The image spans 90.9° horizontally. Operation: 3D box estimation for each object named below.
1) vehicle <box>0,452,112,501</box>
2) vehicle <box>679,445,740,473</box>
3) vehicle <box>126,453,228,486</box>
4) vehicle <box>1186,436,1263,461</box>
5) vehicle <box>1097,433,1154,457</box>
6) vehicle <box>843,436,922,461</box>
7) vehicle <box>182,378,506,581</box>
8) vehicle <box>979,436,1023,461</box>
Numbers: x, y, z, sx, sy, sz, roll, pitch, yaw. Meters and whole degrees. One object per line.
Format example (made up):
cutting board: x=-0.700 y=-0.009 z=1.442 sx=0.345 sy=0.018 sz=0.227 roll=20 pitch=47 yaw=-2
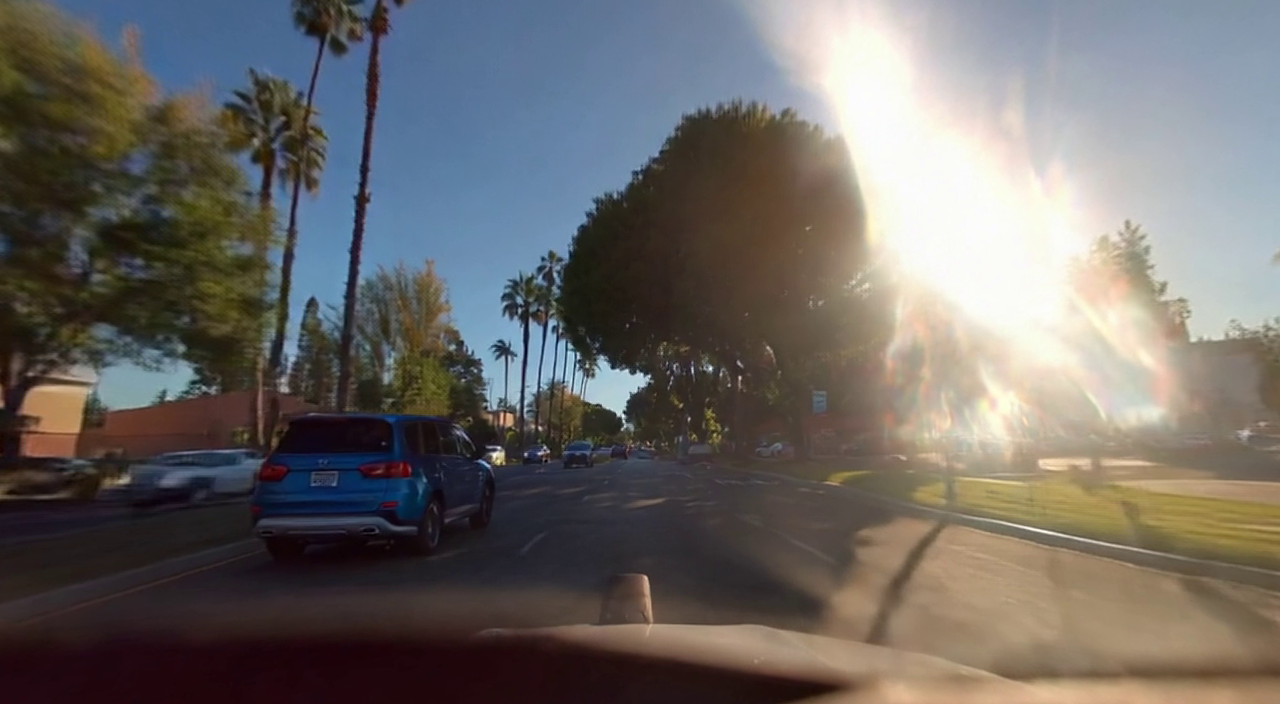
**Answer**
vehicle: x=-25.134 y=5.058 z=25.855 sx=4.951 sy=1.852 sz=2.185 roll=5 pitch=-10 yaw=-33
vehicle: x=3.983 y=6.250 z=37.060 sx=1.919 sy=1.472 sz=4.470 roll=2 pitch=-9 yaw=-17
vehicle: x=-25.507 y=6.462 z=34.941 sx=4.238 sy=1.584 sz=1.949 roll=4 pitch=-9 yaw=-28
vehicle: x=35.885 y=5.953 z=38.845 sx=1.815 sy=1.419 sz=4.726 roll=-4 pitch=-9 yaw=22
vehicle: x=34.284 y=6.621 z=44.627 sx=1.982 sy=1.611 sz=4.314 roll=-4 pitch=-9 yaw=21
vehicle: x=16.809 y=6.720 z=43.775 sx=4.705 sy=1.630 sz=1.887 roll=-6 pitch=-10 yaw=32
vehicle: x=-3.399 y=1.594 z=8.539 sx=2.152 sy=1.987 sz=4.527 roll=0 pitch=-9 yaw=0
vehicle: x=27.052 y=7.260 z=47.408 sx=1.993 sy=1.806 sz=4.813 roll=-4 pitch=-9 yaw=20
